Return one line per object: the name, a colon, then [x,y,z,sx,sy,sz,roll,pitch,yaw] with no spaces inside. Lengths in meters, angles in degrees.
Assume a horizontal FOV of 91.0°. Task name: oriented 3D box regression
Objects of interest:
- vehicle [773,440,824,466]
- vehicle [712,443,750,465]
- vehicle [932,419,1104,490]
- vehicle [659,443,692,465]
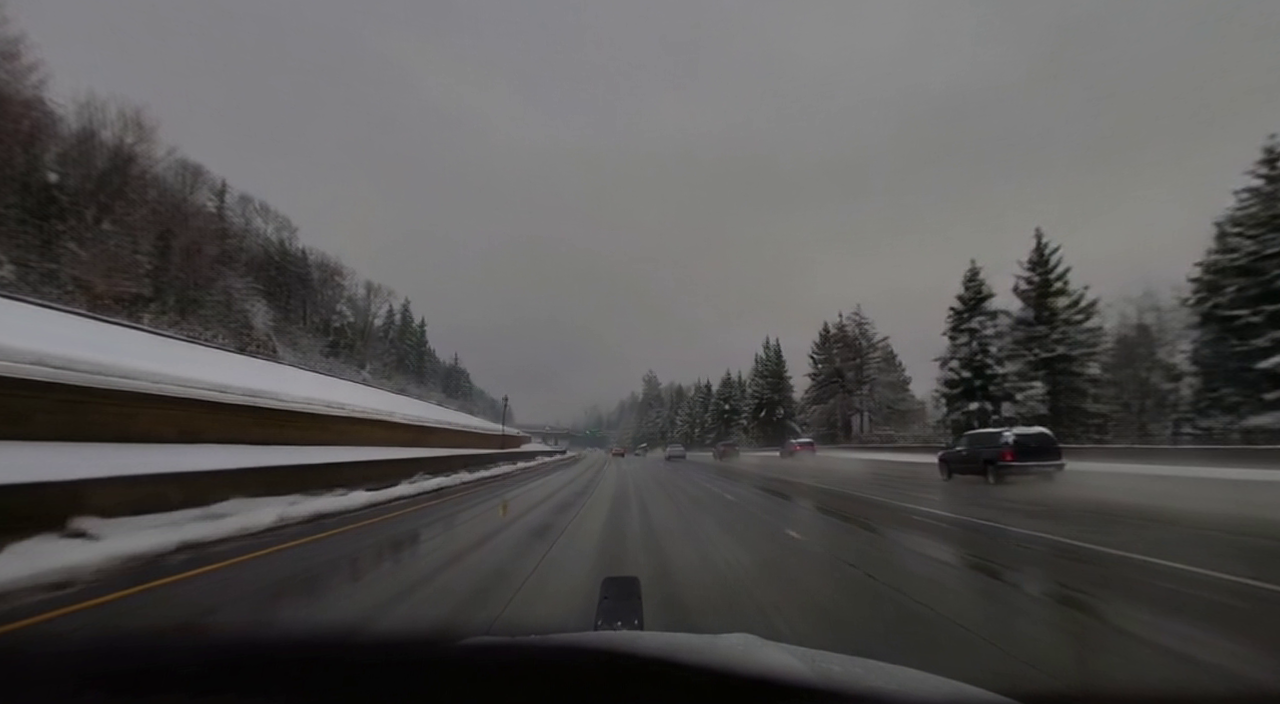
vehicle: [10.379,6.635,41.531,1.987,1.546,4.271,0,-8,-4]
vehicle: [6.577,7.382,45.946,1.904,1.488,4.299,0,-8,-3]
vehicle: [10.714,2.947,18.357,2.077,1.763,4.472,0,-8,-2]
vehicle: [2.476,7.327,45.264,1.934,1.491,3.982,0,-8,-3]
